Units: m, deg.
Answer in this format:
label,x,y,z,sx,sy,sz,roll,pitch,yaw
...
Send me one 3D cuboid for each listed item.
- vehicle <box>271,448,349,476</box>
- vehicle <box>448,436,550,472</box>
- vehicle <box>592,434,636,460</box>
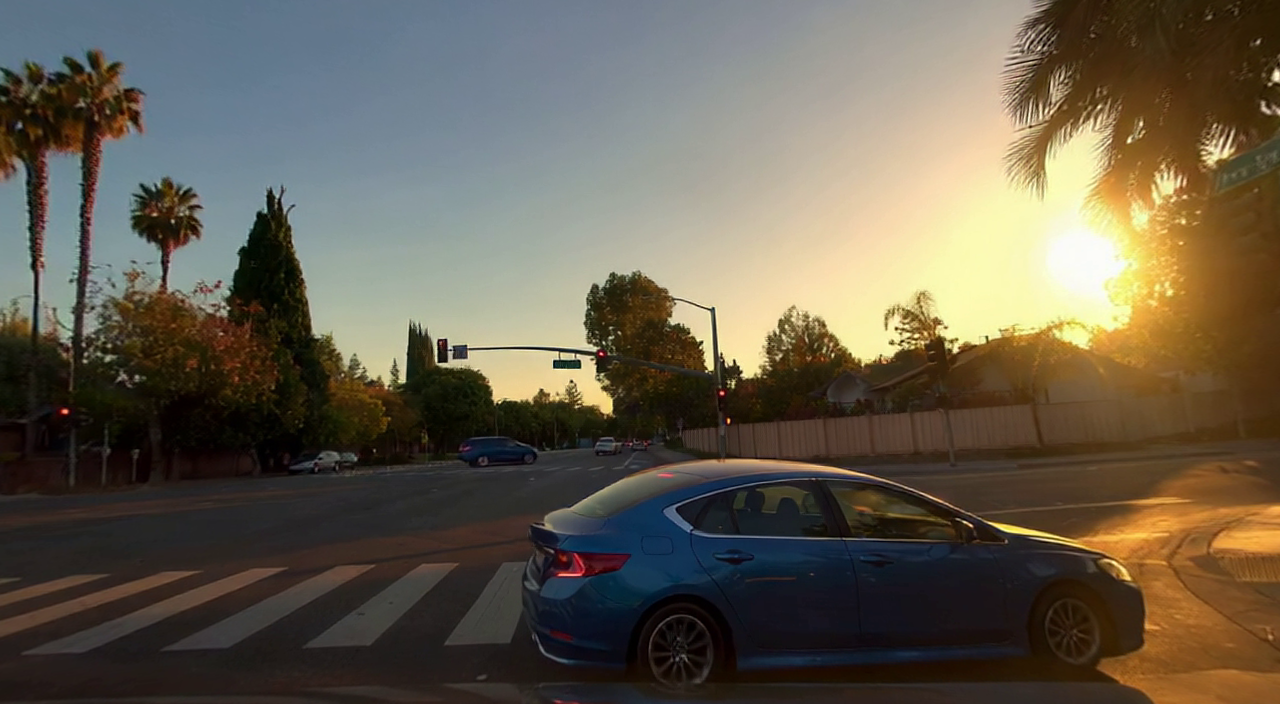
label,x,y,z,sx,sy,sz,roll,pitch,yaw
vehicle,-20.002,6.662,38.547,2.084,1.528,4.778,-1,-9,2
vehicle,-6.666,4.875,30.381,2.083,1.541,4.777,-5,-10,29
vehicle,-1.857,7.105,47.141,2.393,1.775,5.204,-1,-9,7
